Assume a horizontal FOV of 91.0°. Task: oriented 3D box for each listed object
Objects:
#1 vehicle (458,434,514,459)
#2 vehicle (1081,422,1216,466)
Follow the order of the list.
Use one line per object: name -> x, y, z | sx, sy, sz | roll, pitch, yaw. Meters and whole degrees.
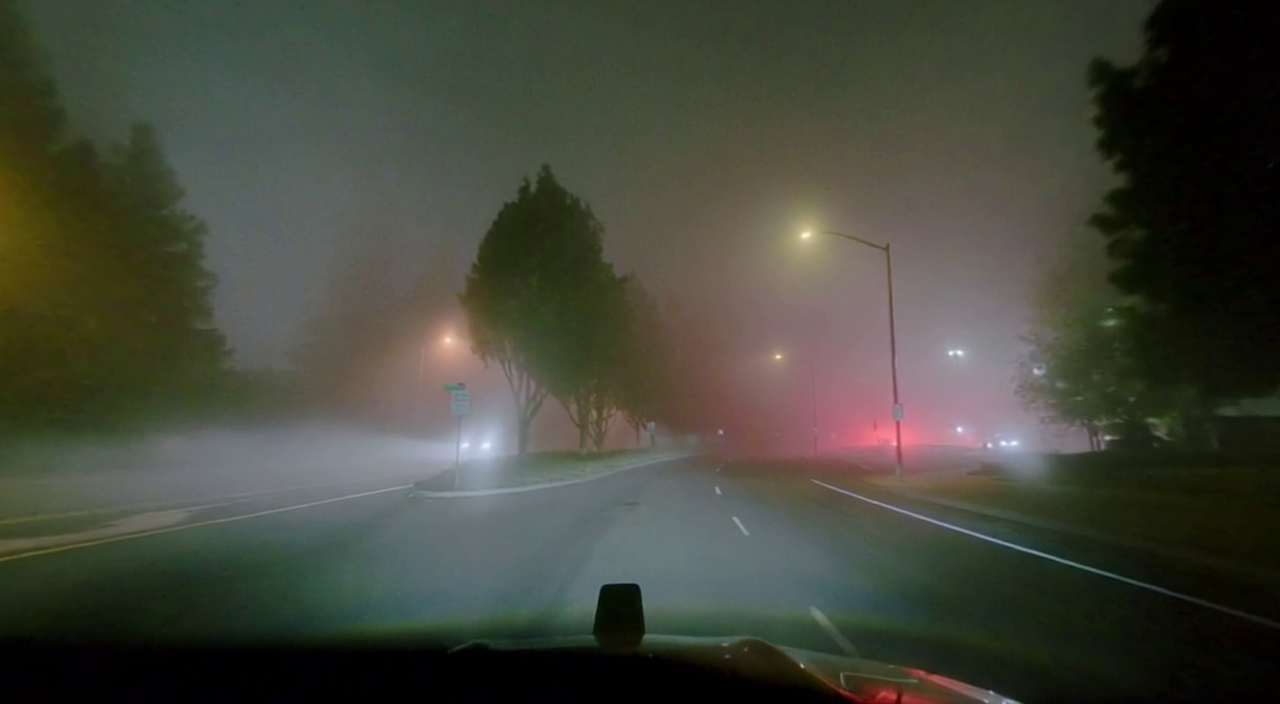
vehicle -> -10.711, 6.629, 44.093 | 1.995, 1.658, 4.542 | -2, -9, 11
vehicle -> 27.753, 4.956, 34.568 | 2.271, 2.010, 5.139 | -1, -5, -29
